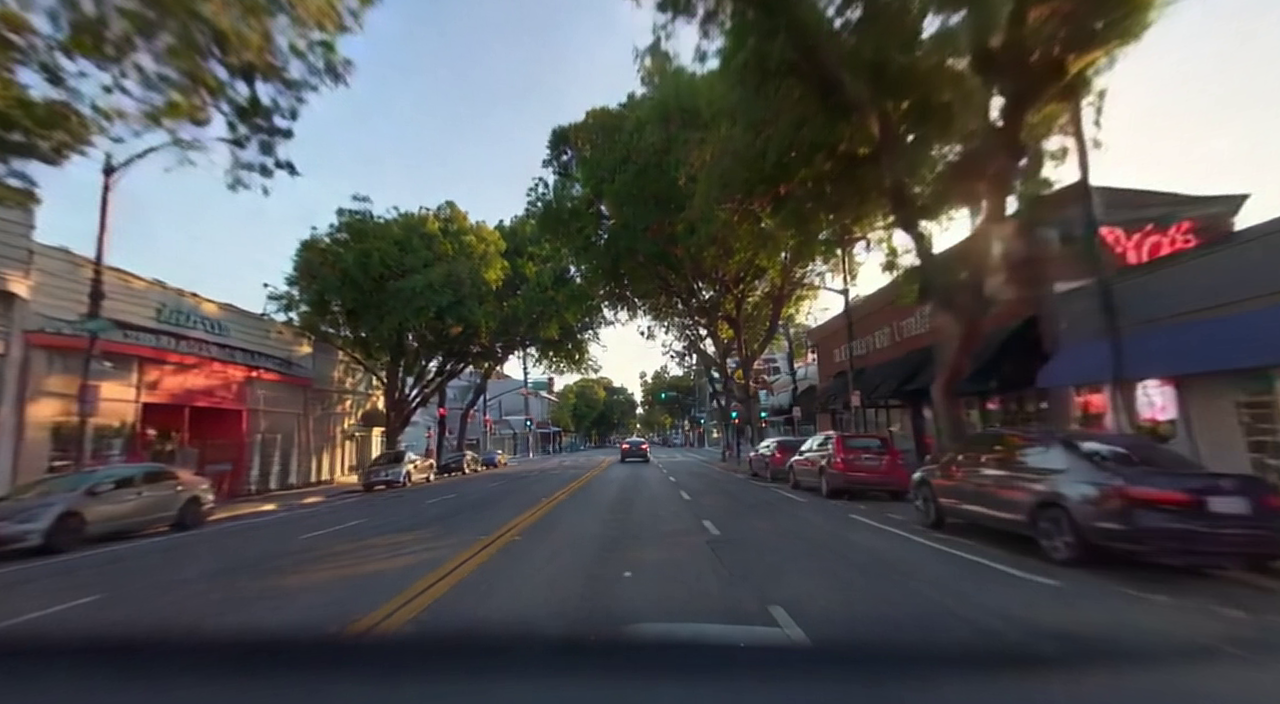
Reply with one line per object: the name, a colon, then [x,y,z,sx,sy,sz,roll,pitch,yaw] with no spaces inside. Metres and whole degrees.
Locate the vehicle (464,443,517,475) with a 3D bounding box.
vehicle: [-9.976,7.172,42.665,2.048,1.985,6.011,0,-9,0]

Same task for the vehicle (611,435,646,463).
vehicle: [-0.800,6.883,45.059,2.301,1.854,4.919,0,-8,0]

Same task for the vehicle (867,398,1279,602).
vehicle: [5.588,1.794,8.856,2.293,1.830,6.070,0,-9,-3]

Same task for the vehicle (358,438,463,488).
vehicle: [-9.610,4.706,27.086,2.305,1.883,5.580,0,-9,1]

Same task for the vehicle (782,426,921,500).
vehicle: [5.724,3.044,17.918,2.070,1.761,4.848,0,-8,-3]

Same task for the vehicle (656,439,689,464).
vehicle: [2.120,6.629,42.199,1.998,1.580,4.015,0,-8,-1]

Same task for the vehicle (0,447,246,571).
vehicle: [-10.063,2.650,11.778,1.988,1.718,5.661,0,-8,-2]
